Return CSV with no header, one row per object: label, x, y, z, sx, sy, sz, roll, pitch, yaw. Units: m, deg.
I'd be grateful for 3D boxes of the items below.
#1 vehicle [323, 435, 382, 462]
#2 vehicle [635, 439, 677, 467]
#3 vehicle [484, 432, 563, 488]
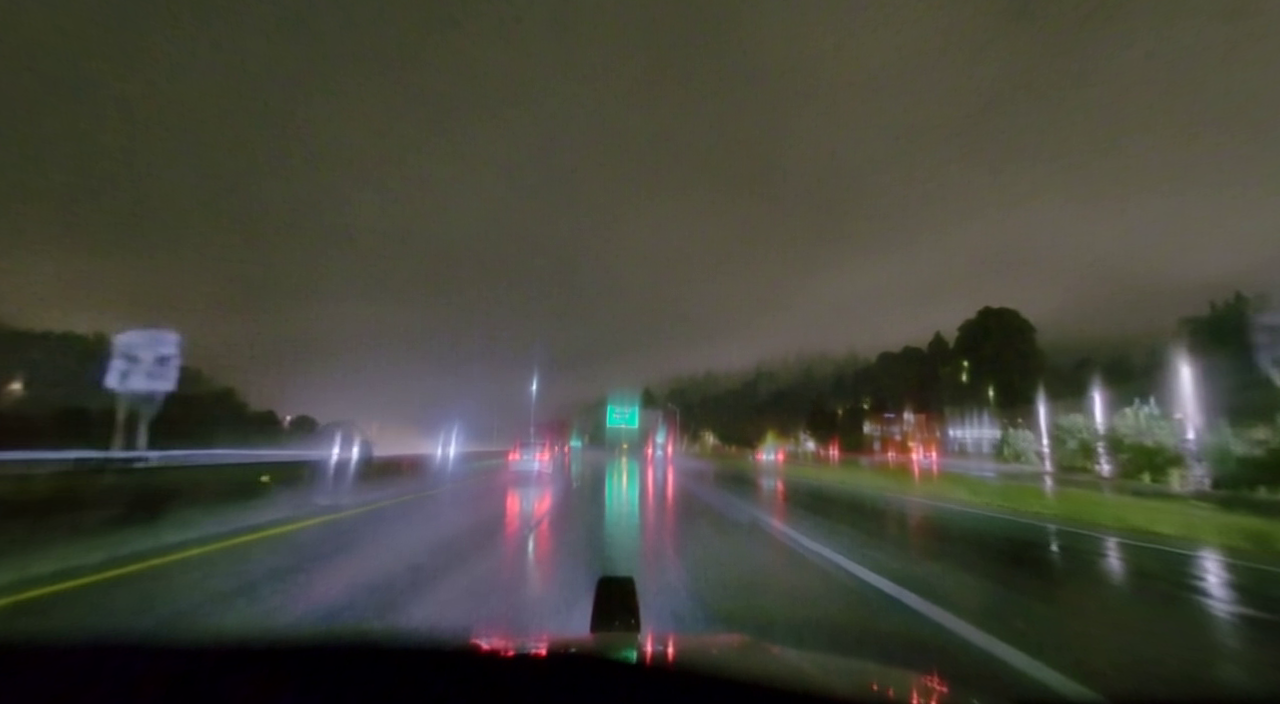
vehicle,-18.017,6.057,39.663,1.982,1.612,4.185,0,-8,-4
vehicle,0.912,6.171,38.723,2.078,1.608,3.982,0,-8,-6
vehicle,-3.935,3.720,22.107,2.080,1.733,4.410,0,-8,-2
